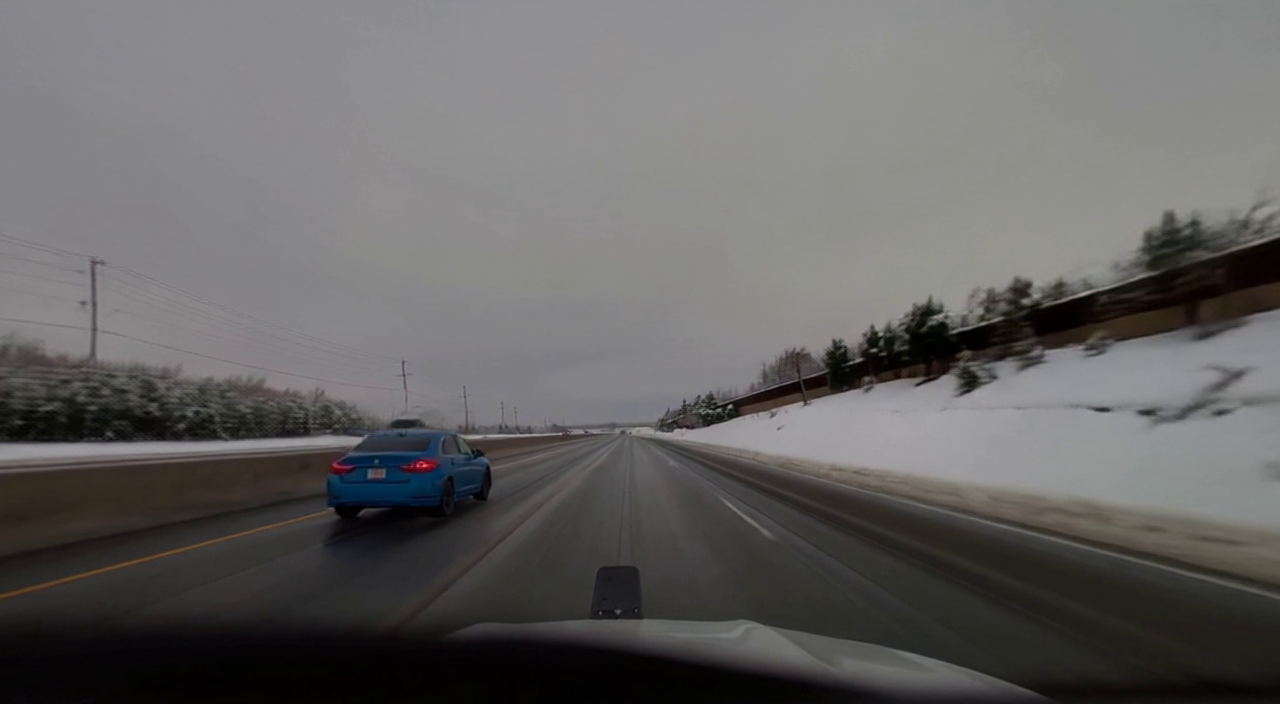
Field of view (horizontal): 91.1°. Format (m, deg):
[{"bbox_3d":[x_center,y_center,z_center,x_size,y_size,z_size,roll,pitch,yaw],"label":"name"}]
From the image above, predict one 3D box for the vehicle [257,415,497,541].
[{"bbox_3d":[-3.677,1.811,9.740,1.999,1.536,3.969,0,-8,0],"label":"vehicle"}]
